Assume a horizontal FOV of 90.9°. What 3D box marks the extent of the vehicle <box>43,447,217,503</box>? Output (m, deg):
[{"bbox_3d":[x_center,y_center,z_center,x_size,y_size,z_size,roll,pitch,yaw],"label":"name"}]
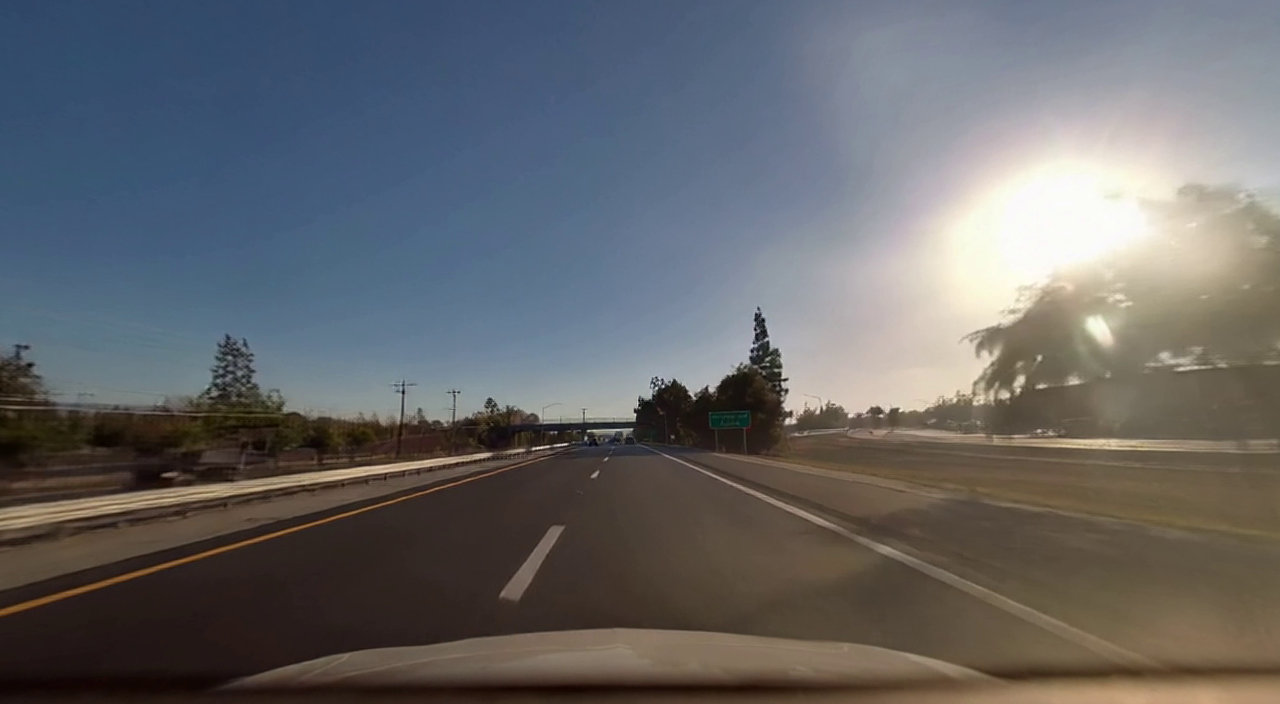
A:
[{"bbox_3d":[-15.520,3.730,19.576,1.815,1.440,4.431,0,-8,-2],"label":"vehicle"}]
